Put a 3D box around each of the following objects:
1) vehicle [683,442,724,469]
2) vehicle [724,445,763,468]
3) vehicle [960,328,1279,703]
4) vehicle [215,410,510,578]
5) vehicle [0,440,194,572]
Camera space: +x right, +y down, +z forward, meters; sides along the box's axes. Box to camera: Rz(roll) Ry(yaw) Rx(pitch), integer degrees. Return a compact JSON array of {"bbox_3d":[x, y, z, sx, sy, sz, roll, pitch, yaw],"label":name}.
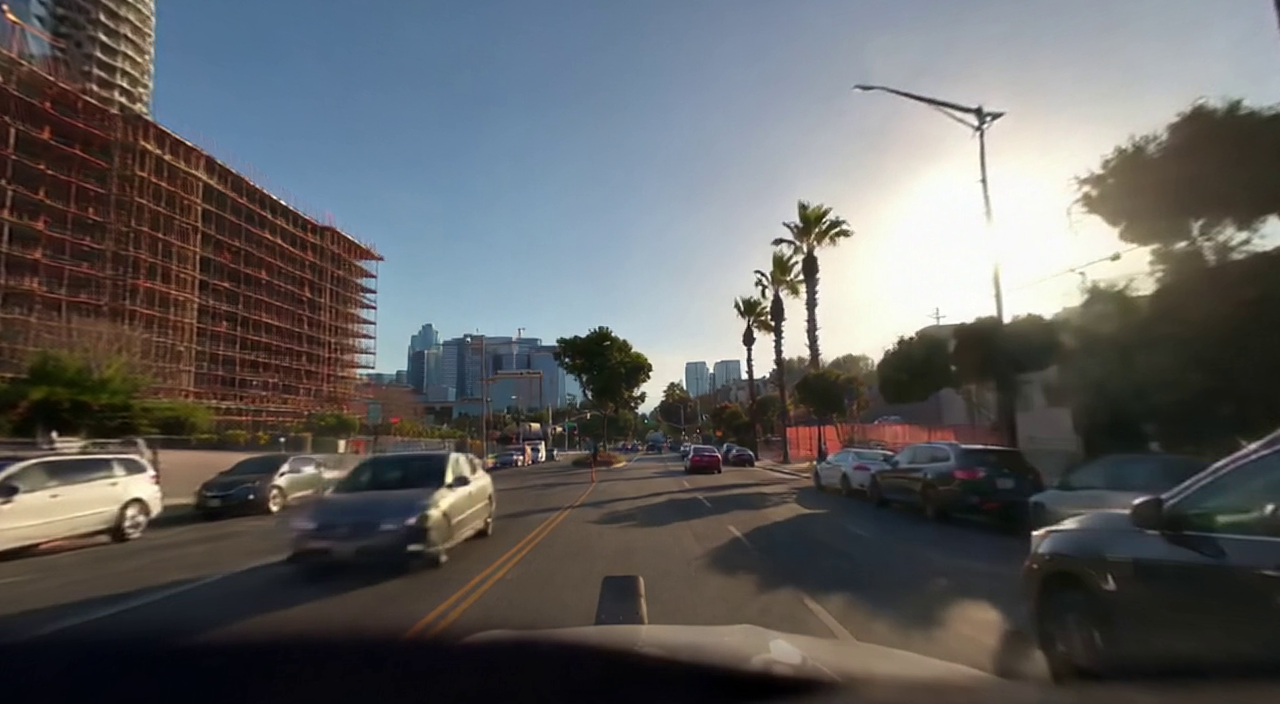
[{"bbox_3d":[3.611,5.984,36.711,1.999,1.487,3.939,0,-8,0],"label":"vehicle"},{"bbox_3d":[6.961,7.051,42.847,1.819,1.435,4.337,0,-8,0],"label":"vehicle"},{"bbox_3d":[3.103,0.742,1.911,1.953,1.687,4.344,0,-8,0],"label":"vehicle"},{"bbox_3d":[-3.327,1.791,8.767,2.096,1.716,4.300,0,-8,0],"label":"vehicle"},{"bbox_3d":[-9.658,2.242,9.556,2.051,1.762,5.059,-1,-8,1],"label":"vehicle"}]
